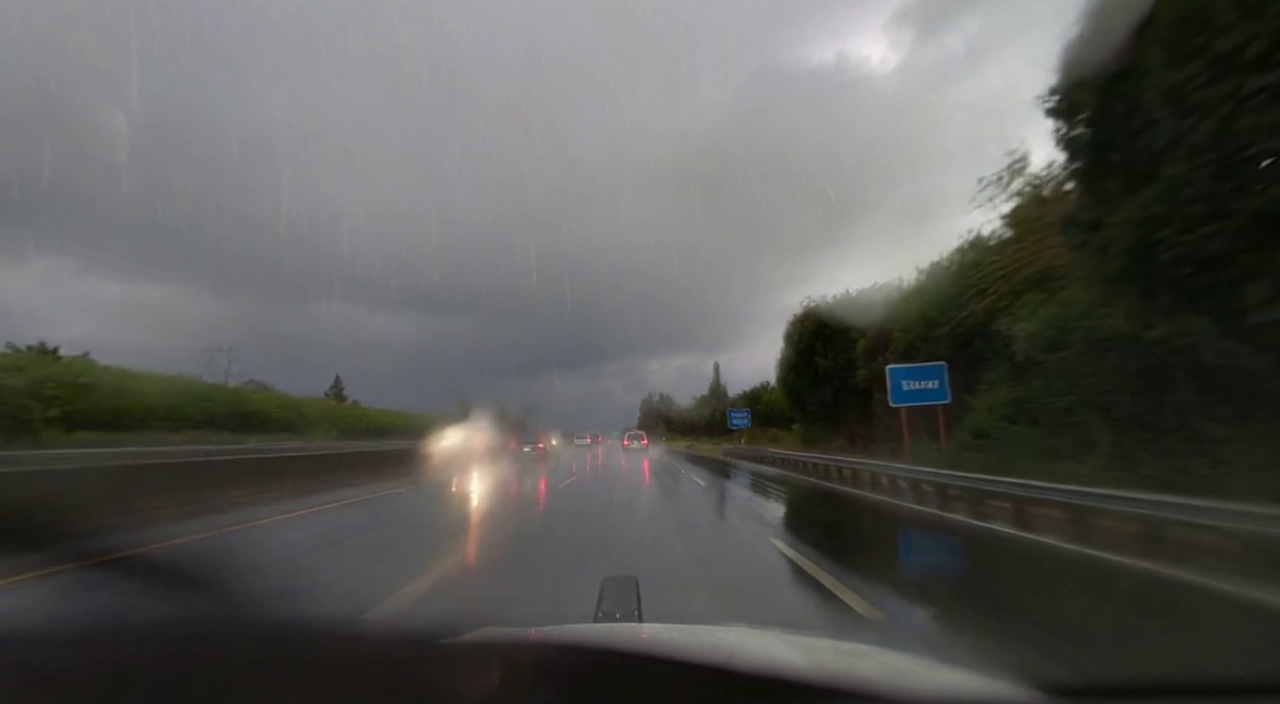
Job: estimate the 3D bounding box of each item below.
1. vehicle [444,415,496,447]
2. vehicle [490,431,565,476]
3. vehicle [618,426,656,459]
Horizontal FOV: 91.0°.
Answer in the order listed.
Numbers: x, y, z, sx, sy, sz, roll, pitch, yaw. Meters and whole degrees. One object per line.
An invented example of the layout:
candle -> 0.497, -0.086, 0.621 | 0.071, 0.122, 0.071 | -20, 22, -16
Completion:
vehicle -> -13.259, 6.248, 49.530 | 2.474, 2.352, 5.794 | 0, -8, 0
vehicle -> -4.160, 3.813, 23.960 | 2.062, 1.567, 4.117 | 0, -8, 0
vehicle -> -0.215, 5.646, 39.401 | 2.223, 1.957, 4.416 | 0, -8, -1
